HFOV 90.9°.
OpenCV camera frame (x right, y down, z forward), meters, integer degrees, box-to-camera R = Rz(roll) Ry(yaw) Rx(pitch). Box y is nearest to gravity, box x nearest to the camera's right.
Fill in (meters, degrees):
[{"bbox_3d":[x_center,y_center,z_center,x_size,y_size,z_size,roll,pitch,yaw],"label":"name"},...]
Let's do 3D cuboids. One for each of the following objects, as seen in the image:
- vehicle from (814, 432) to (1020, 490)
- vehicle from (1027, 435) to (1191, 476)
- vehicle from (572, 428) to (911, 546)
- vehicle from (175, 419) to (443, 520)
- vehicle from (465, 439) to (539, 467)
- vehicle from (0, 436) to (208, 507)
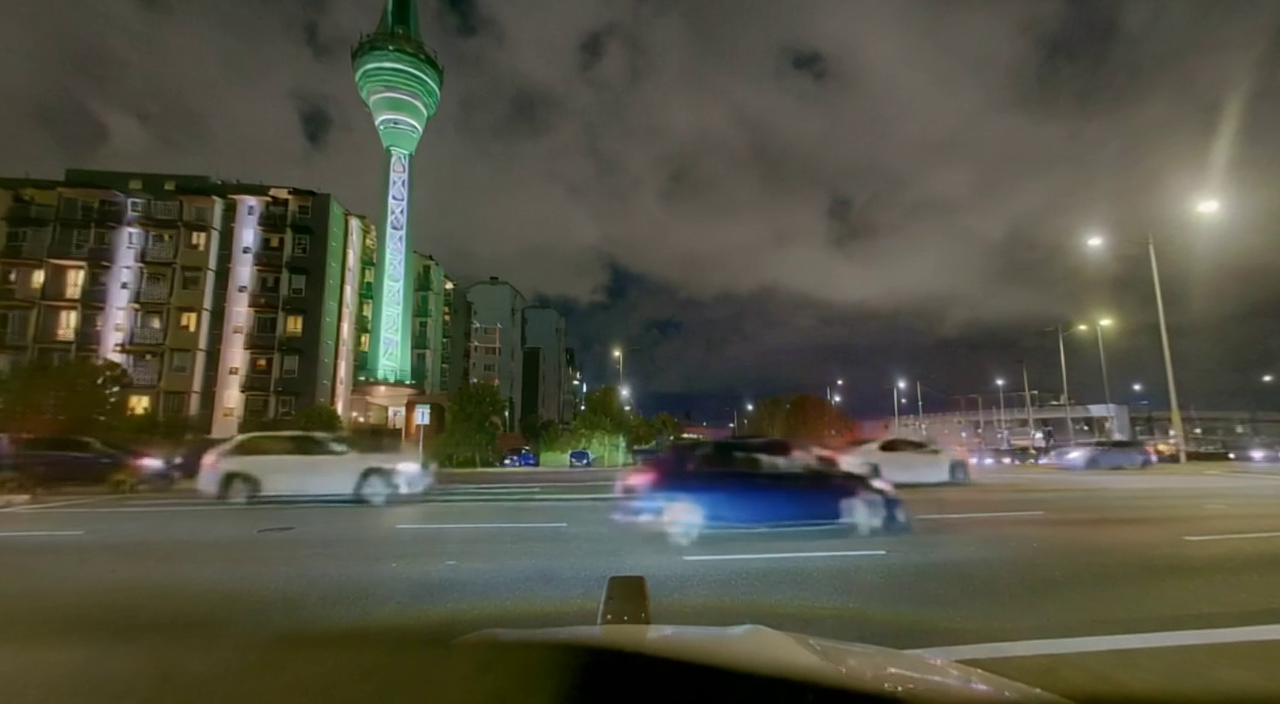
[{"bbox_3d":[7.560,2.969,17.428,4.818,1.470,1.989,1,-9,-9],"label":"vehicle"},{"bbox_3d":[17.624,3.890,23.811,4.921,1.453,1.894,1,-9,-7],"label":"vehicle"},{"bbox_3d":[1.375,1.961,9.663,4.685,1.528,2.014,1,-8,-9],"label":"vehicle"},{"bbox_3d":[-5.995,2.173,11.957,4.011,1.697,1.857,1,-9,-9],"label":"vehicle"},{"bbox_3d":[-10.168,7.471,46.552,4.920,1.956,1.865,-2,-9,15],"label":"vehicle"},{"bbox_3d":[-12.939,2.652,14.238,4.795,1.465,1.882,1,-9,-8],"label":"vehicle"}]
